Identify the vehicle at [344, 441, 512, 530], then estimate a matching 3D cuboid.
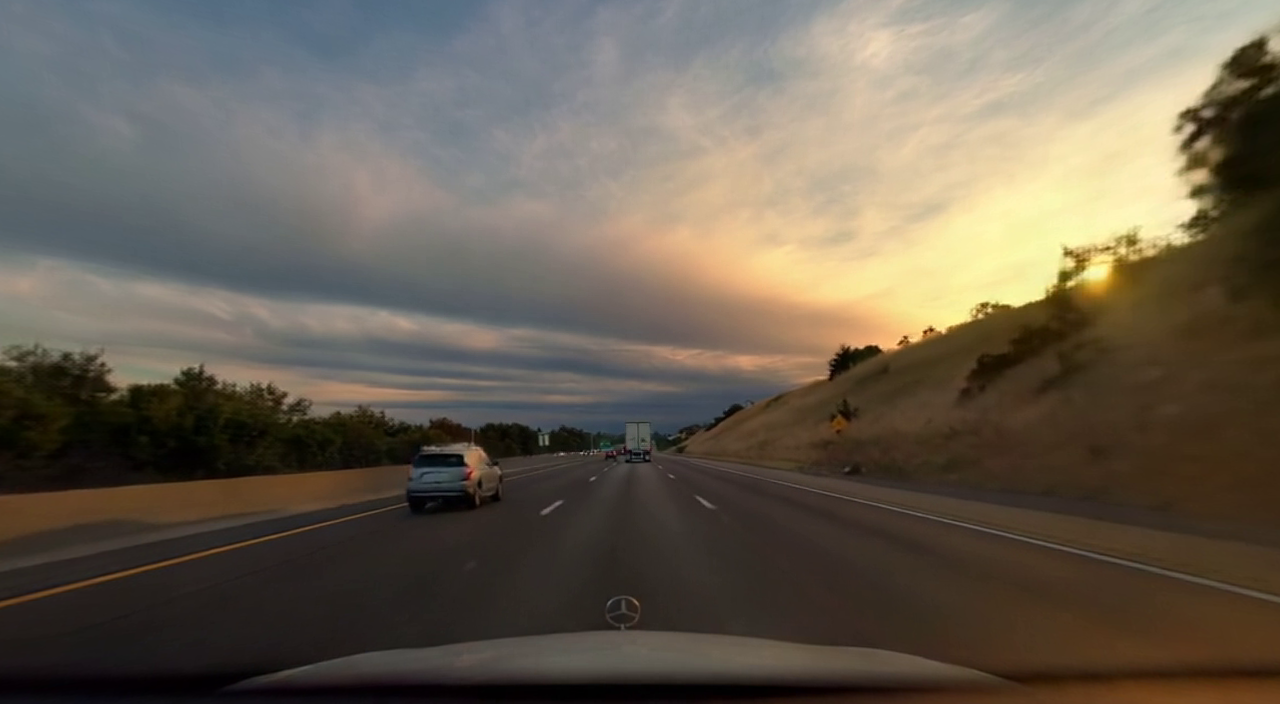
[{"bbox_3d":[-4.142,2.661,13.170,2.051,1.537,4.111,0,-9,0],"label":"vehicle"}]
